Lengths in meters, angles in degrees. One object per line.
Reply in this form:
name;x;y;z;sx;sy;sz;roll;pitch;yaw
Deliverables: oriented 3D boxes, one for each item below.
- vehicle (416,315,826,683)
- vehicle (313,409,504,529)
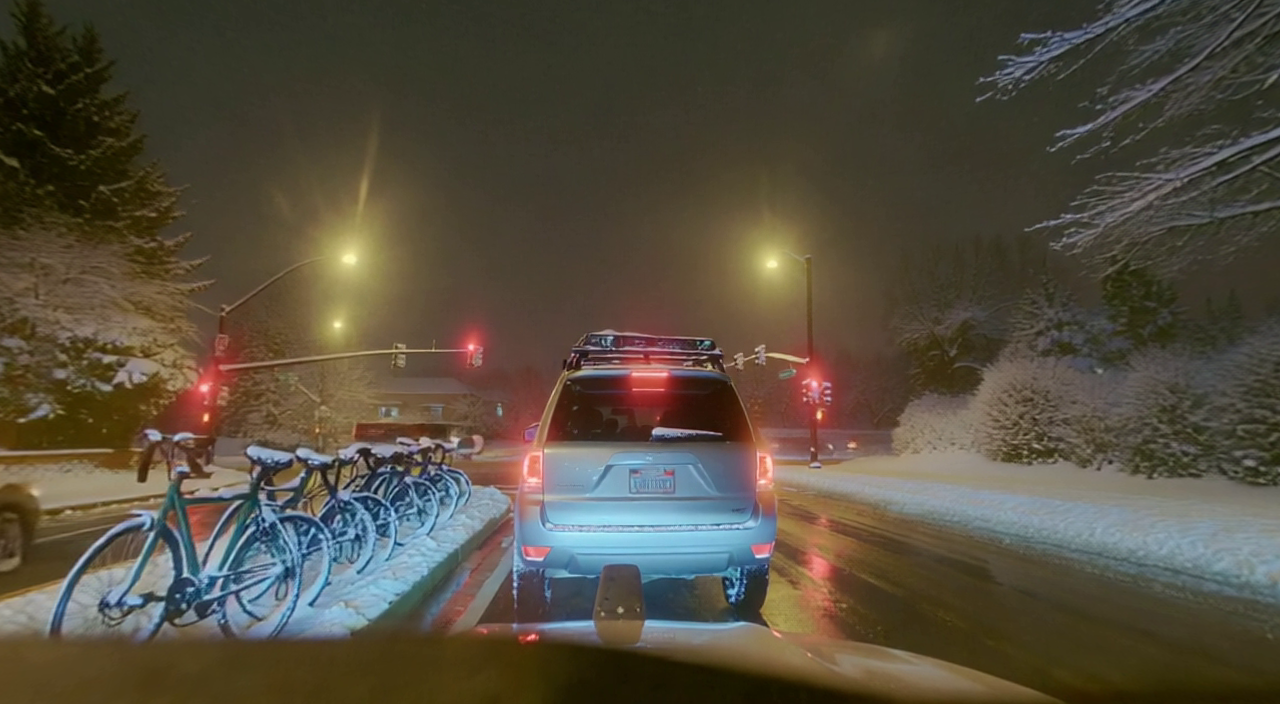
vehicle;-0.246;1.157;6.005;2.333;2.087;4.586;0;-8;-4
vehicle;-4.205;2.232;12.659;2.337;1.858;5.409;1;-9;-7
